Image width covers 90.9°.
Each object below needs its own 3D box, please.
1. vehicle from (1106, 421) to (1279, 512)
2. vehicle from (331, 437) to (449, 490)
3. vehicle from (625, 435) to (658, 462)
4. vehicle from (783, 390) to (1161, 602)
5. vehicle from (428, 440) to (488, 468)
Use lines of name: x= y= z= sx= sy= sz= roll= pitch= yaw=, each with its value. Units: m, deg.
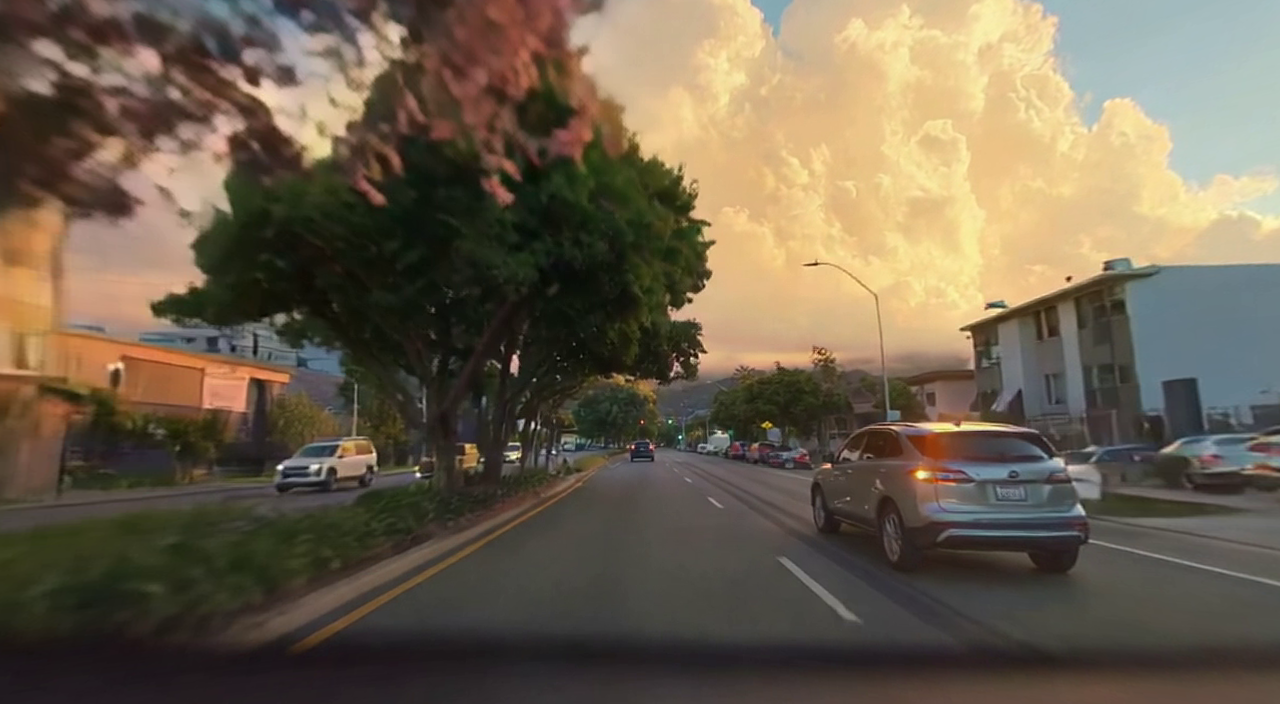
vehicle: x=11.931 y=2.234 z=12.639 sx=1.828 sy=1.560 sz=4.413 roll=0 pitch=-8 yaw=1
vehicle: x=-7.942 y=3.574 z=20.555 sx=1.960 sy=1.530 sz=4.313 roll=0 pitch=-8 yaw=2
vehicle: x=0.165 y=6.913 z=45.103 sx=2.244 sy=1.813 sz=4.129 roll=0 pitch=-8 yaw=2
vehicle: x=3.272 y=1.520 z=7.568 sx=2.071 sy=1.747 sz=4.549 roll=0 pitch=-8 yaw=1
vehicle: x=-11.673 y=6.571 z=40.936 sx=2.191 sy=1.684 sz=5.428 roll=0 pitch=-8 yaw=1
